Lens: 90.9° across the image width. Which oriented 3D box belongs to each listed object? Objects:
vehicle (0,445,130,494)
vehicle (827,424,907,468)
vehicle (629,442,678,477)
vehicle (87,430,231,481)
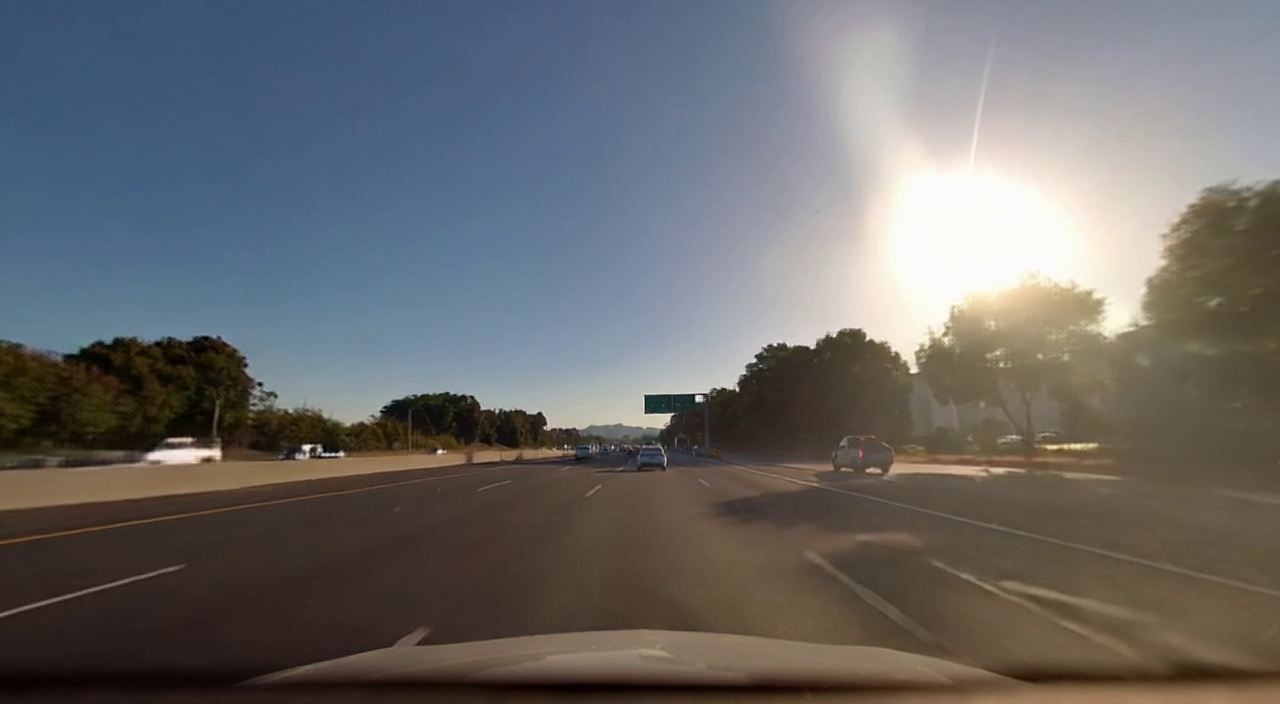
[{"bbox_3d":[-21.233,4.133,22.577,1.930,1.545,4.734,-1,-8,1],"label":"vehicle"},{"bbox_3d":[13.542,5.696,38.135,2.336,2.415,6.056,0,-8,-3],"label":"vehicle"},{"bbox_3d":[0.583,4.920,29.207,2.112,1.482,4.082,0,-8,0],"label":"vehicle"},{"bbox_3d":[-24.945,5.402,33.219,2.187,2.399,6.679,-1,-8,1],"label":"vehicle"}]
